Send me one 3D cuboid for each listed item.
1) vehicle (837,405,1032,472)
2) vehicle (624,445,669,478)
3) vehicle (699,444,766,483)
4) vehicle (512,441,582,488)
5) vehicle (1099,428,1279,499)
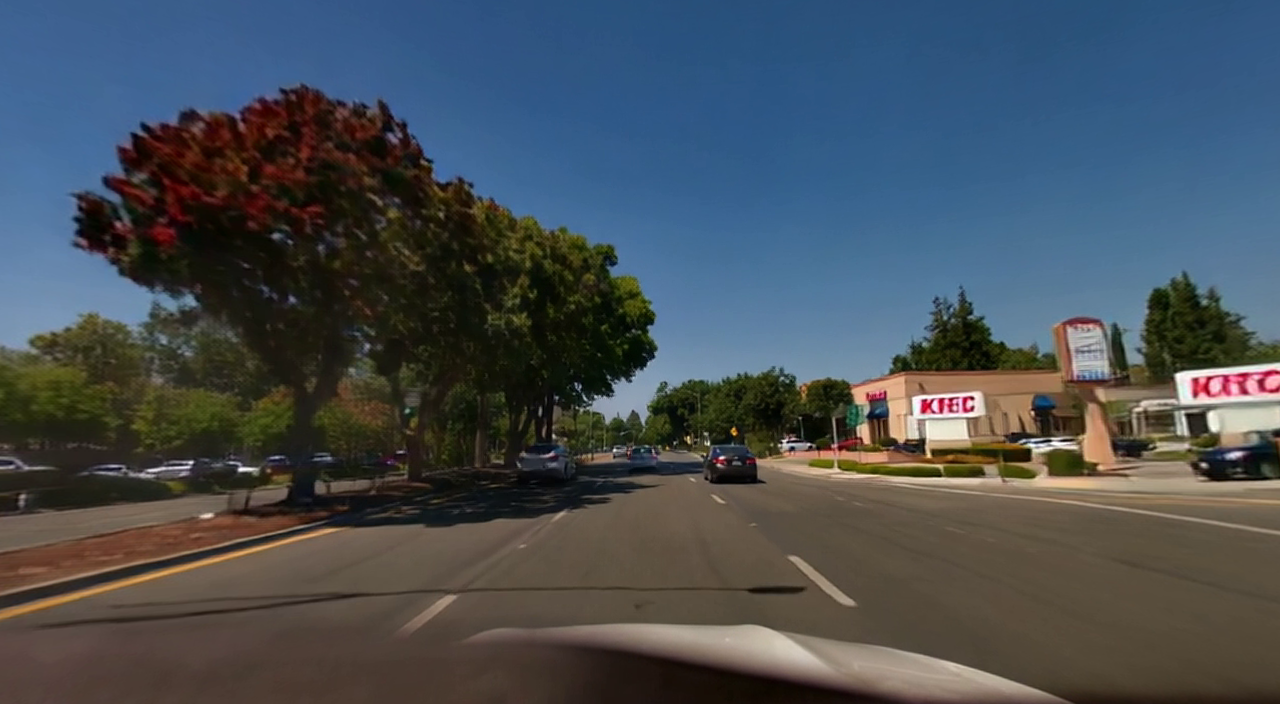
[{"bbox_3d":[14.853,4.490,32.417,8.343,3.028,3.002,-2,-9,3],"label":"vehicle"},{"bbox_3d":[0.282,5.334,31.108,2.059,1.477,4.216,0,-8,0],"label":"vehicle"},{"bbox_3d":[3.723,4.543,26.141,2.012,1.462,4.400,0,-8,-1],"label":"vehicle"},{"bbox_3d":[-3.440,4.244,24.123,1.995,1.607,4.086,0,-8,1],"label":"vehicle"},{"bbox_3d":[14.634,2.740,15.713,4.578,1.620,2.047,-2,-9,12],"label":"vehicle"}]
